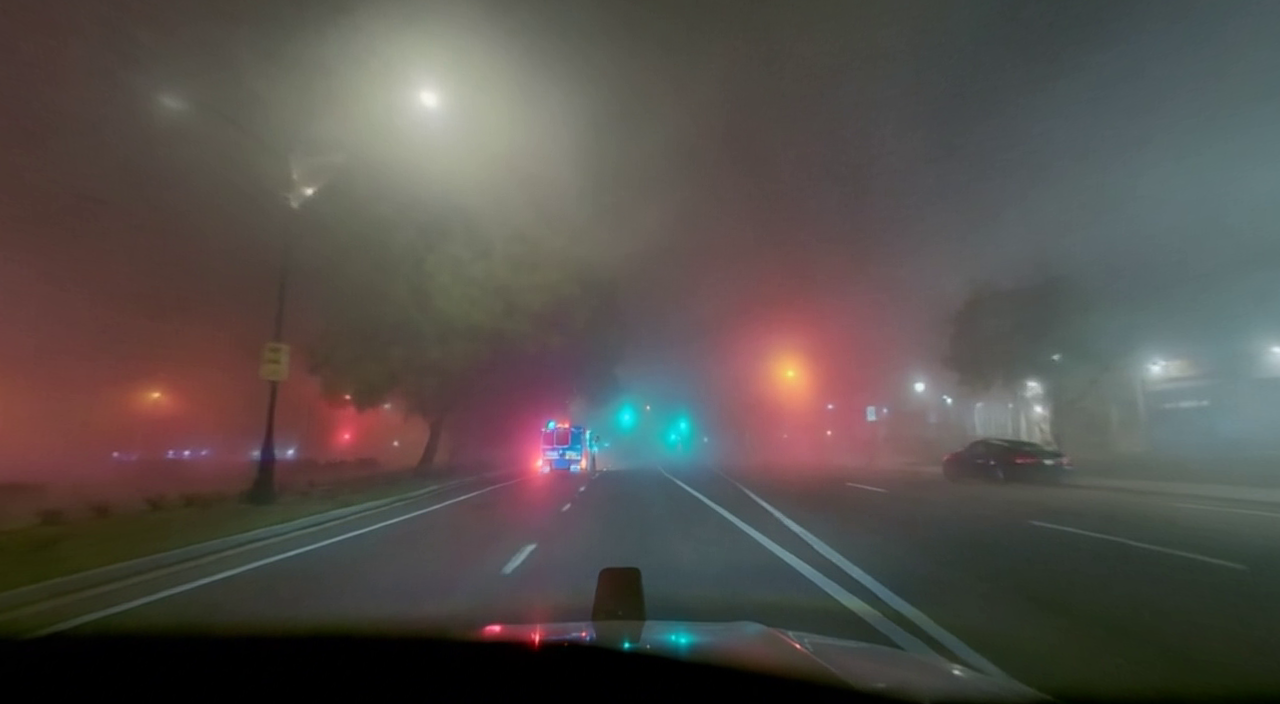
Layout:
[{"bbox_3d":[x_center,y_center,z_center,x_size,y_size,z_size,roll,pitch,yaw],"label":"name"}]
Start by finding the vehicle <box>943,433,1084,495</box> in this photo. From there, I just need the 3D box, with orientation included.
[{"bbox_3d":[11.615,3.488,20.074,1.980,1.719,4.422,-1,-9,4],"label":"vehicle"}]

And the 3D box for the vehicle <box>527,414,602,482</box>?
[{"bbox_3d":[-3.307,4.405,29.106,2.633,2.787,5.796,0,-9,1],"label":"vehicle"}]
